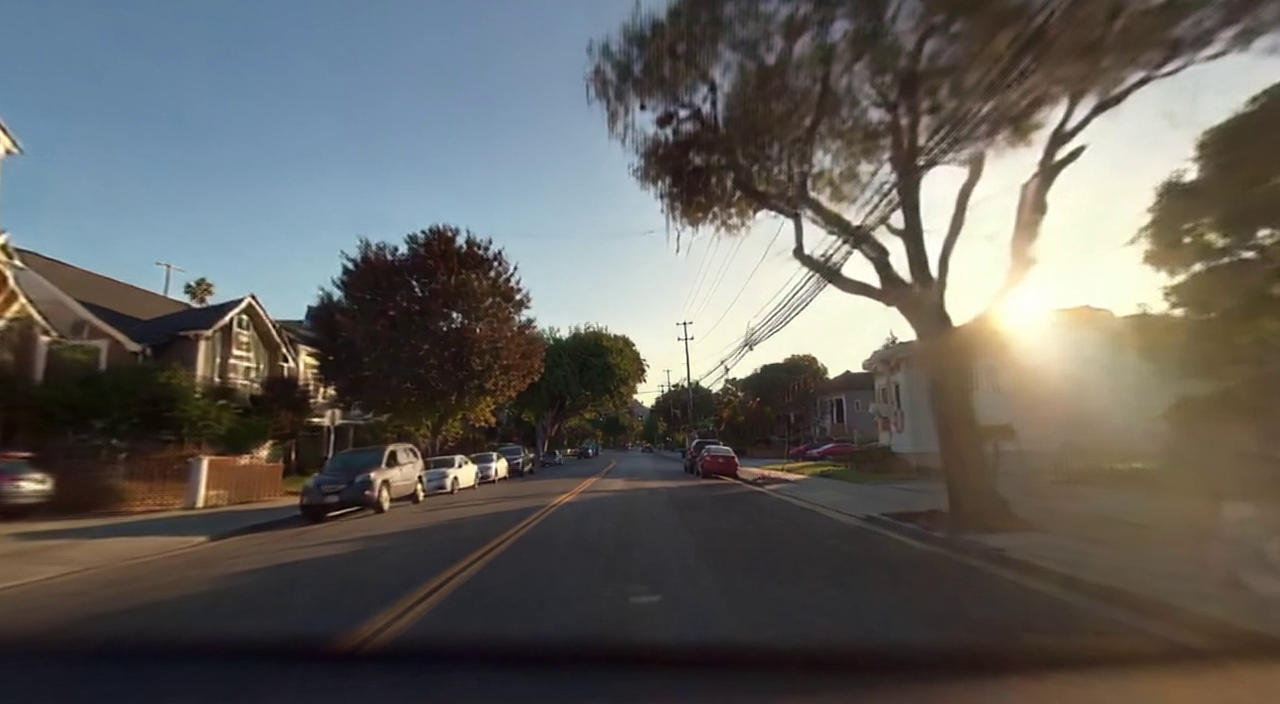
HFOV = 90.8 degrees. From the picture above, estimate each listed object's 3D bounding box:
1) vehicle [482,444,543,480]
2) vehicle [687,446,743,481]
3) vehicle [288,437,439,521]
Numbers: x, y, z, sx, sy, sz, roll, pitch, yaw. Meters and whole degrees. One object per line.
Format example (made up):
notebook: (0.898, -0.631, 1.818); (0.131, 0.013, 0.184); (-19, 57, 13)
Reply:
vehicle: (-6.822, 5.926, 34.379); (2.151, 1.789, 5.482); (0, -9, 0)
vehicle: (3.274, 4.949, 28.393); (1.869, 1.453, 4.237); (0, -9, -2)
vehicle: (-6.776, 3.120, 16.113); (1.963, 1.820, 4.297); (0, -9, -1)
